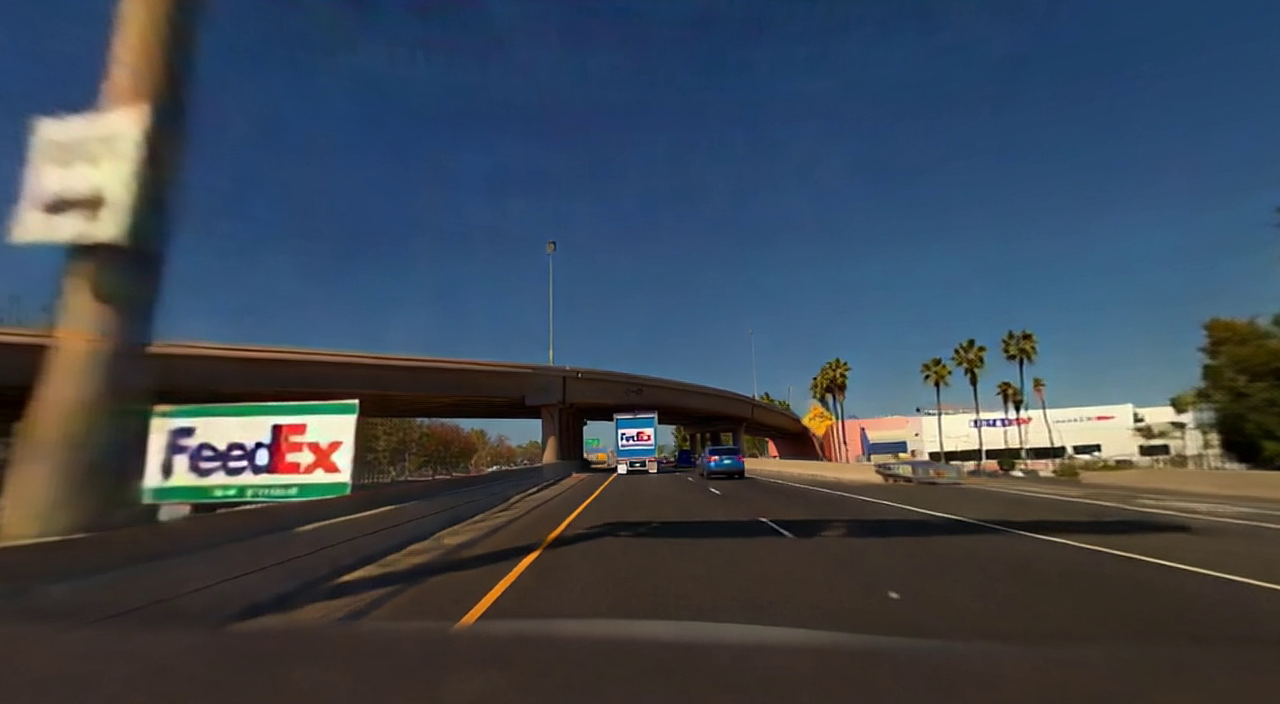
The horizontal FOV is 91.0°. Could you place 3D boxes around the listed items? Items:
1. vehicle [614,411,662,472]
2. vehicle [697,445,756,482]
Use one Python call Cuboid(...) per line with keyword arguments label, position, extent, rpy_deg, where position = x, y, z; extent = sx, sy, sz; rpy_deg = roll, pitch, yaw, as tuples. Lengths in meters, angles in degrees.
Cuboid(label="vehicle", position=(-0.200, 6.971, 48.910), extent=(3.243, 4.134, 11.656), rpy_deg=(0, -9, -1))
Cuboid(label="vehicle", position=(3.834, 5.008, 28.583), extent=(1.966, 1.558, 4.238), rpy_deg=(0, -9, -1))
